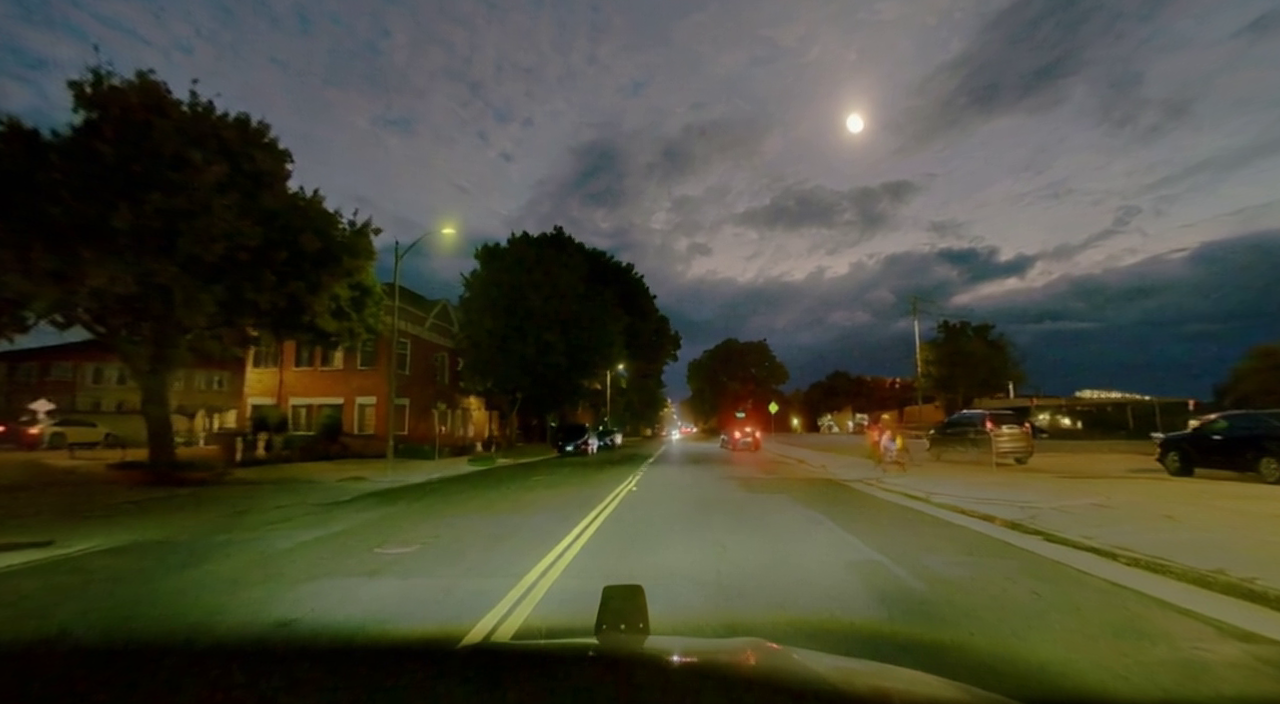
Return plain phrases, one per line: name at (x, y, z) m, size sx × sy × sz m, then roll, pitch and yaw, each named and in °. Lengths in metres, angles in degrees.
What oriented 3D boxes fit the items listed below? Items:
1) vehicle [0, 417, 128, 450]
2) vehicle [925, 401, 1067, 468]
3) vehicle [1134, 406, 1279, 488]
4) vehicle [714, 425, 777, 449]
vehicle at (-29.680, 4.164, 32.221) m, size 4.814 × 1.609 × 2.197 m, roll 2°, pitch -7°, yaw -16°
vehicle at (10.976, 2.631, 19.914) m, size 2.018 × 1.840 × 4.662 m, roll -1°, pitch -8°, yaw 5°
vehicle at (12.948, 1.933, 13.028) m, size 1.903 × 1.528 × 4.374 m, roll 0°, pitch -7°, yaw 0°
vehicle at (8.118, 6.511, 48.390) m, size 4.277 × 1.740 × 2.097 m, roll -4°, pitch -8°, yaw 30°
